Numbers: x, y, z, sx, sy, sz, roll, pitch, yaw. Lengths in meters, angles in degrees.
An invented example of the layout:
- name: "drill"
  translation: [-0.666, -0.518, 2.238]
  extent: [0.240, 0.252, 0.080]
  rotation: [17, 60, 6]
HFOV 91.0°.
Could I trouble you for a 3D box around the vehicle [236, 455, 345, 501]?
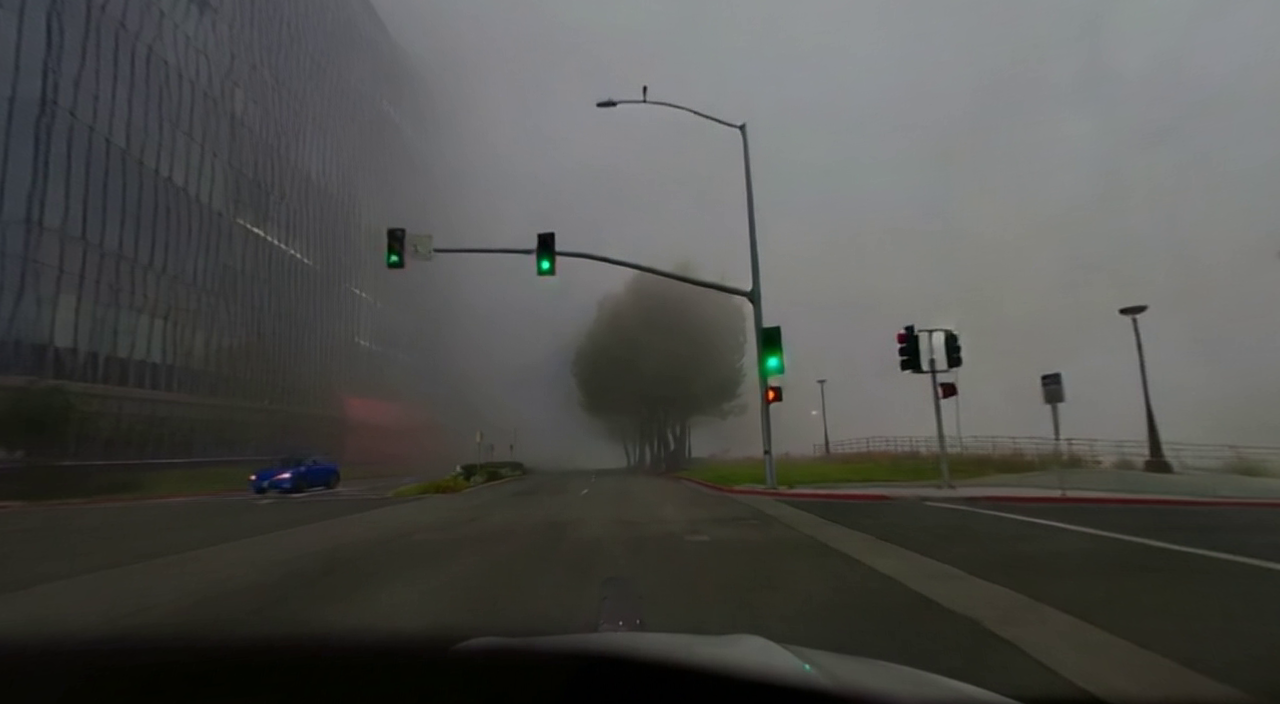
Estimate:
- name: "vehicle"
  translation: [-12.878, 4.629, 23.562]
  extent: [1.906, 1.502, 4.396]
  rotation: [1, -9, -5]
